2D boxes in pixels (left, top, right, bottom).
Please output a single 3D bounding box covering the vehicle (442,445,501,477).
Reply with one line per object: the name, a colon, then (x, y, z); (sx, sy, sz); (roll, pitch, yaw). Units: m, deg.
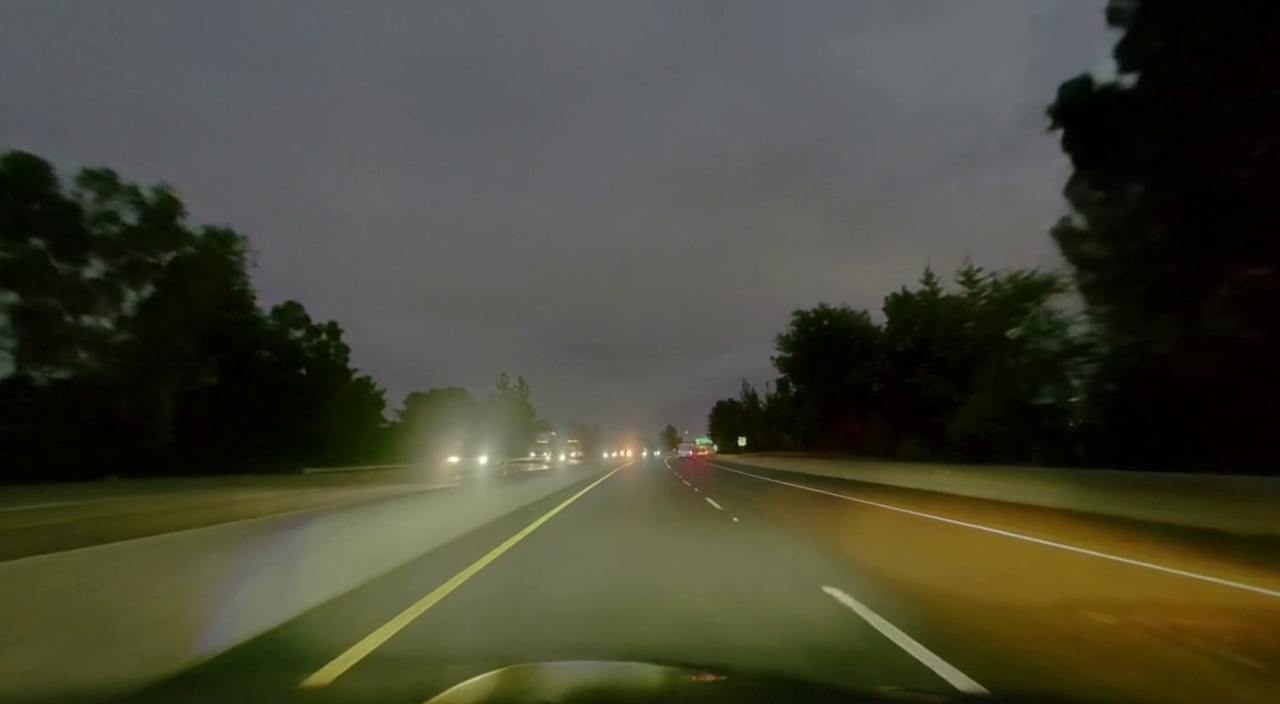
vehicle: (-9.156, 5.935, 34.330); (2.028, 1.607, 4.273); (0, -9, 0)
